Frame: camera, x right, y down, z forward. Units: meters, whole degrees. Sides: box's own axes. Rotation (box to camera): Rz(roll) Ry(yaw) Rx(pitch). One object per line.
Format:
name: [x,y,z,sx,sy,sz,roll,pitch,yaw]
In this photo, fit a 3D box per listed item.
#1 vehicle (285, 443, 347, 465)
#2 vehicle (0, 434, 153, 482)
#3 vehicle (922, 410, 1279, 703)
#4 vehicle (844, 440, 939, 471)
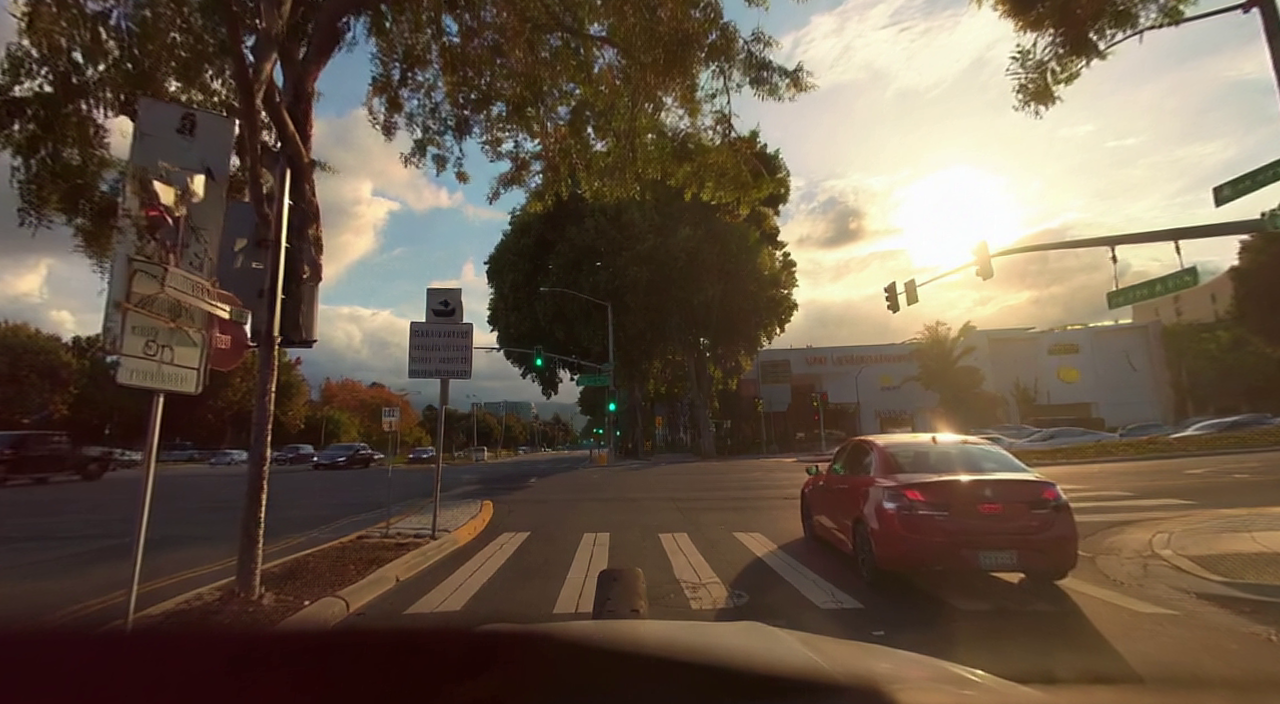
vehicle: [-23.867,7.536,46.689,2.201,1.483,4.656,0,-8,-1]
vehicle: [-22.810,4.262,25.745,2.111,1.742,4.757,0,-8,-3]
vehicle: [4.035,1.186,4.127,1.940,1.487,4.562,1,-8,-5]
vehicle: [13.032,5.302,32.556,4.703,1.492,1.930,4,-10,-29]
